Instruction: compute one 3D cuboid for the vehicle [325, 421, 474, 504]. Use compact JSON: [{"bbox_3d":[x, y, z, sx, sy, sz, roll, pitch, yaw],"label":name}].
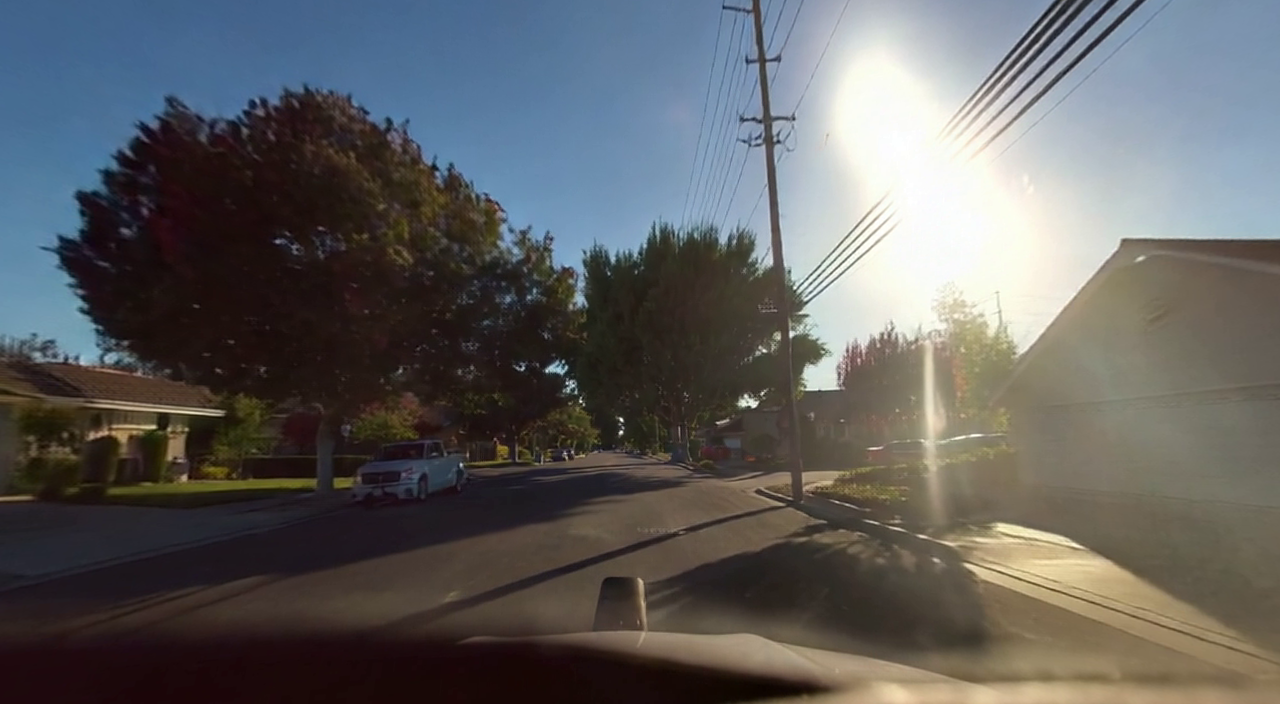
[{"bbox_3d":[-7.361,3.521,20.323,2.739,2.164,6.065,-1,-10,-4],"label":"vehicle"}]
